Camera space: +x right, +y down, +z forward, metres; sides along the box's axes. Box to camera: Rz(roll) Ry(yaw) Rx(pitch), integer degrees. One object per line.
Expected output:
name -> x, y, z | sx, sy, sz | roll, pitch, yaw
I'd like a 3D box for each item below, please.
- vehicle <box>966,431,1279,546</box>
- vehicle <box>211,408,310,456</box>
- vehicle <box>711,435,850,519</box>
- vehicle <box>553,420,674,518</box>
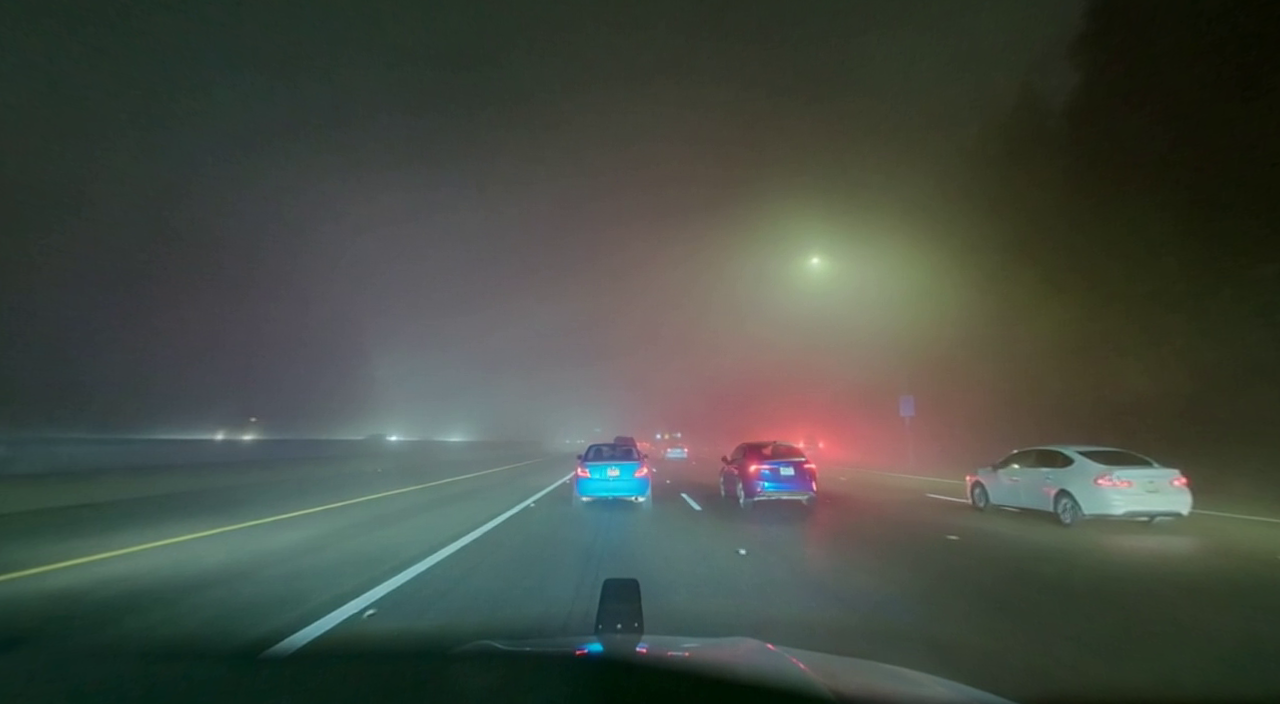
vehicle -> 8.469, 2.347, 11.579 | 2.106, 1.641, 4.671 | 1, -9, -5
vehicle -> -27.770, 5.999, 46.553 | 2.876, 3.193, 7.305 | 1, -9, -2
vehicle -> 2.858, 2.663, 13.903 | 1.975, 1.532, 4.227 | 1, -9, -2
vehicle -> -0.524, 2.412, 13.393 | 2.181, 1.728, 3.970 | 1, -9, -2
